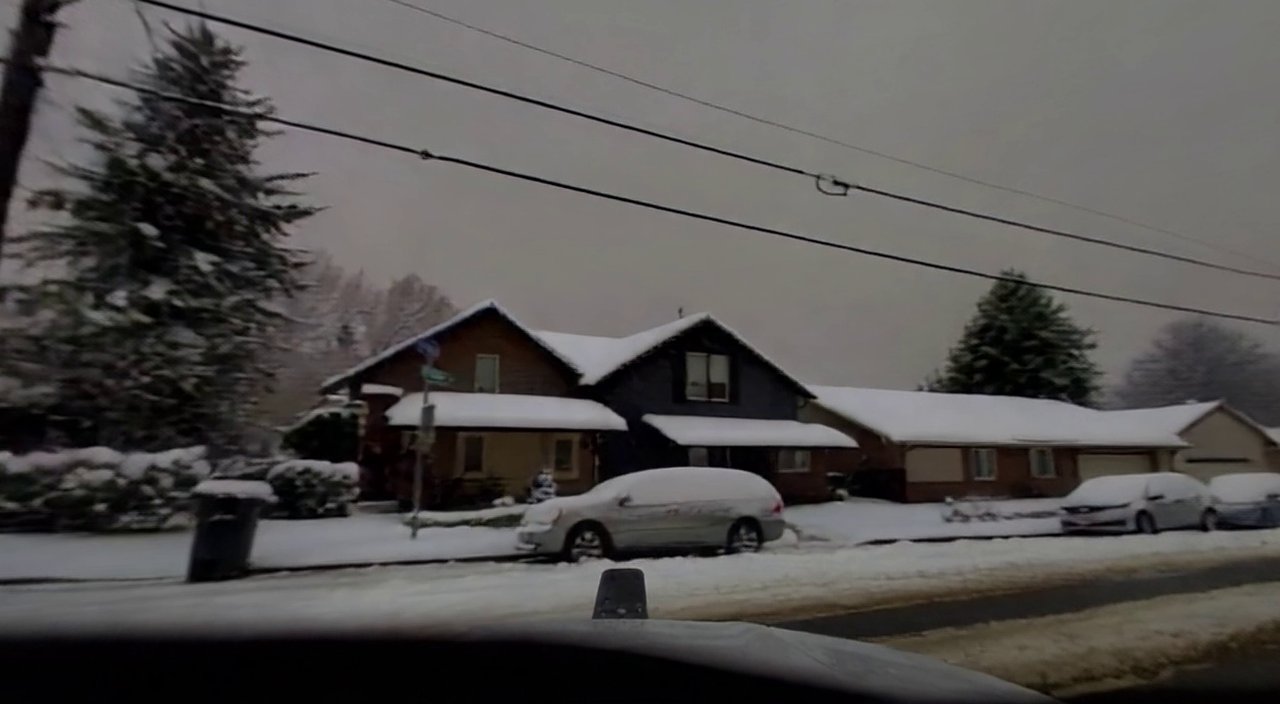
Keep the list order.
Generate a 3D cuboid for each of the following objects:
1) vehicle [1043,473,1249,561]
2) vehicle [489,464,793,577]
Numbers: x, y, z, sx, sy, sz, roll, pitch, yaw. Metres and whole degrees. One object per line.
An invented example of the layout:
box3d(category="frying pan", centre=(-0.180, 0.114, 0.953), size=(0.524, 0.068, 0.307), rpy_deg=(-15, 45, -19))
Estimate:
box3d(category="vehicle", centre=(12.205, 3.848, 15.242), size=(4.442, 1.675, 1.909), rpy_deg=(4, -10, -24))
box3d(category="vehicle", centre=(0.033, 2.568, 10.078), size=(4.469, 1.391, 1.746), rpy_deg=(4, -13, -25))
